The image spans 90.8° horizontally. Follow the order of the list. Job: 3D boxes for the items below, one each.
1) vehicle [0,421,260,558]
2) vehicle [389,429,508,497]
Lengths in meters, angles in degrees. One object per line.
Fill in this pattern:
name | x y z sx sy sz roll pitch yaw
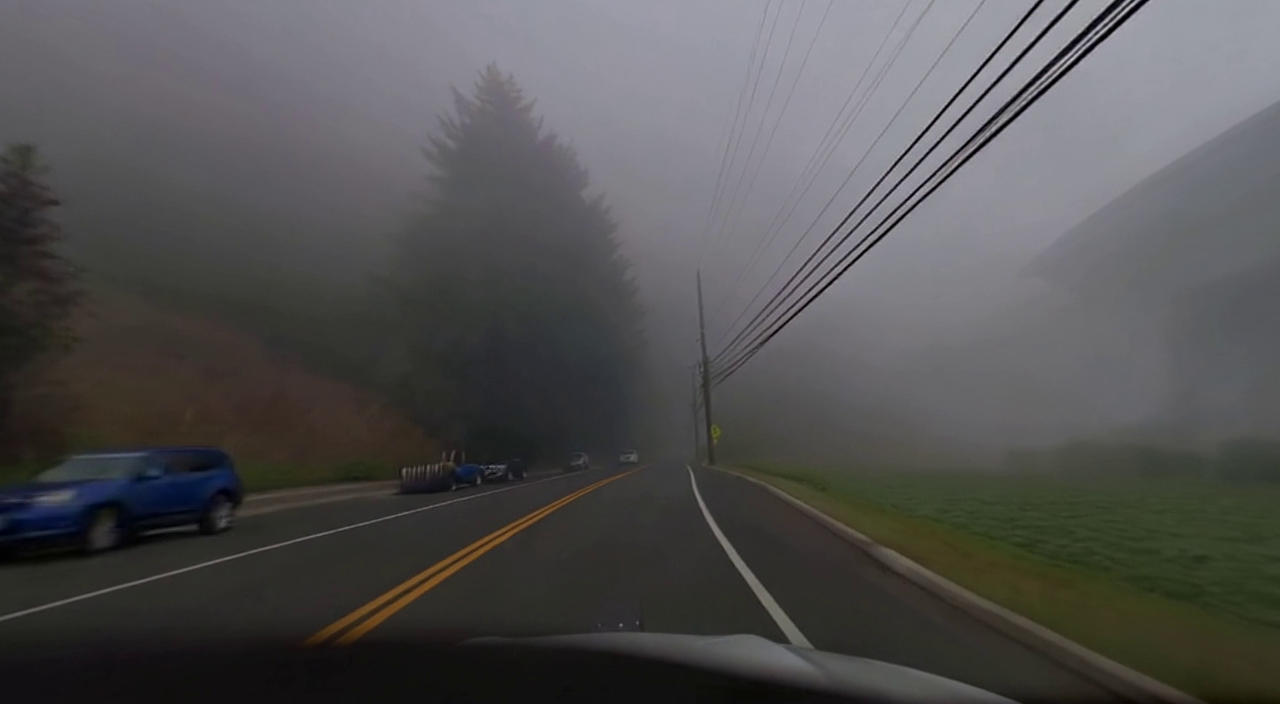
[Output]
vehicle | -7.813 2.063 9.409 1.927 1.542 3.886 -5 -11 -1
vehicle | -6.745 3.966 22.925 2.295 1.989 5.055 -6 -9 5
